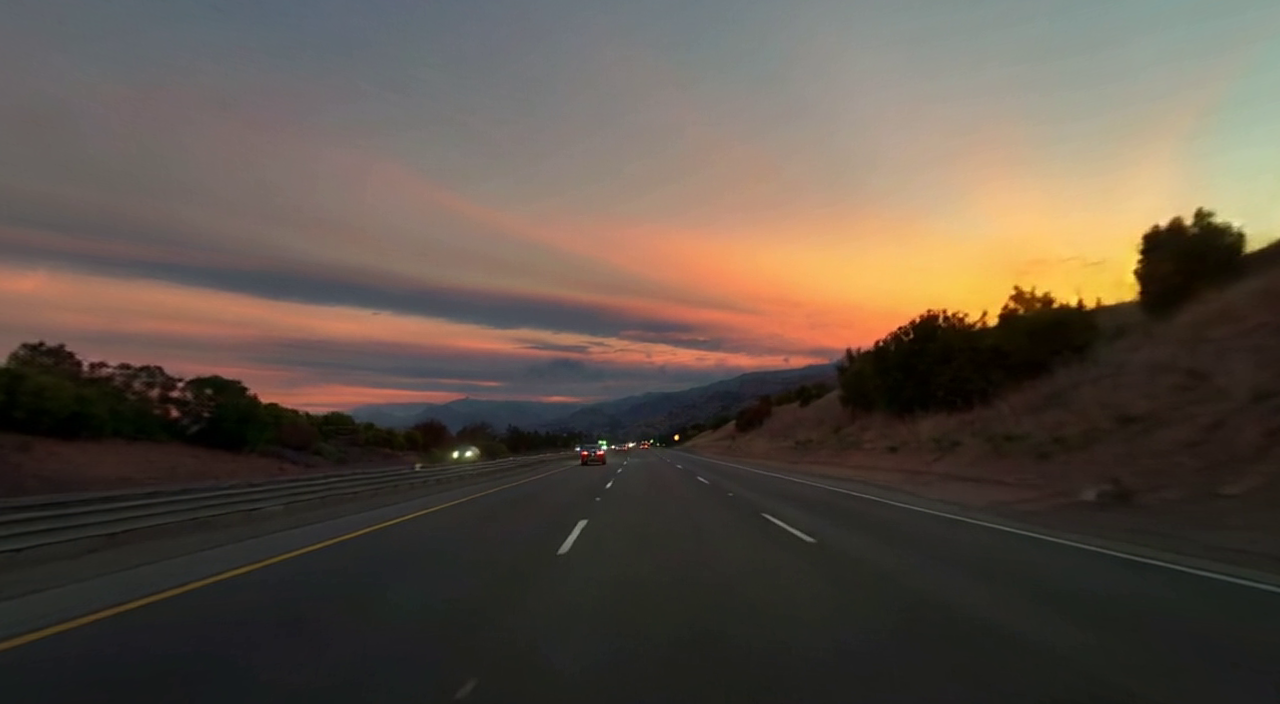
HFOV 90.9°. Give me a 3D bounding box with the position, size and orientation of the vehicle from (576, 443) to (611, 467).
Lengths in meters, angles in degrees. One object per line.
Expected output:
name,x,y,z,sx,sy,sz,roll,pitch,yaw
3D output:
vehicle,-3.054,6.900,42.377,1.991,1.475,4.302,0,-8,0
